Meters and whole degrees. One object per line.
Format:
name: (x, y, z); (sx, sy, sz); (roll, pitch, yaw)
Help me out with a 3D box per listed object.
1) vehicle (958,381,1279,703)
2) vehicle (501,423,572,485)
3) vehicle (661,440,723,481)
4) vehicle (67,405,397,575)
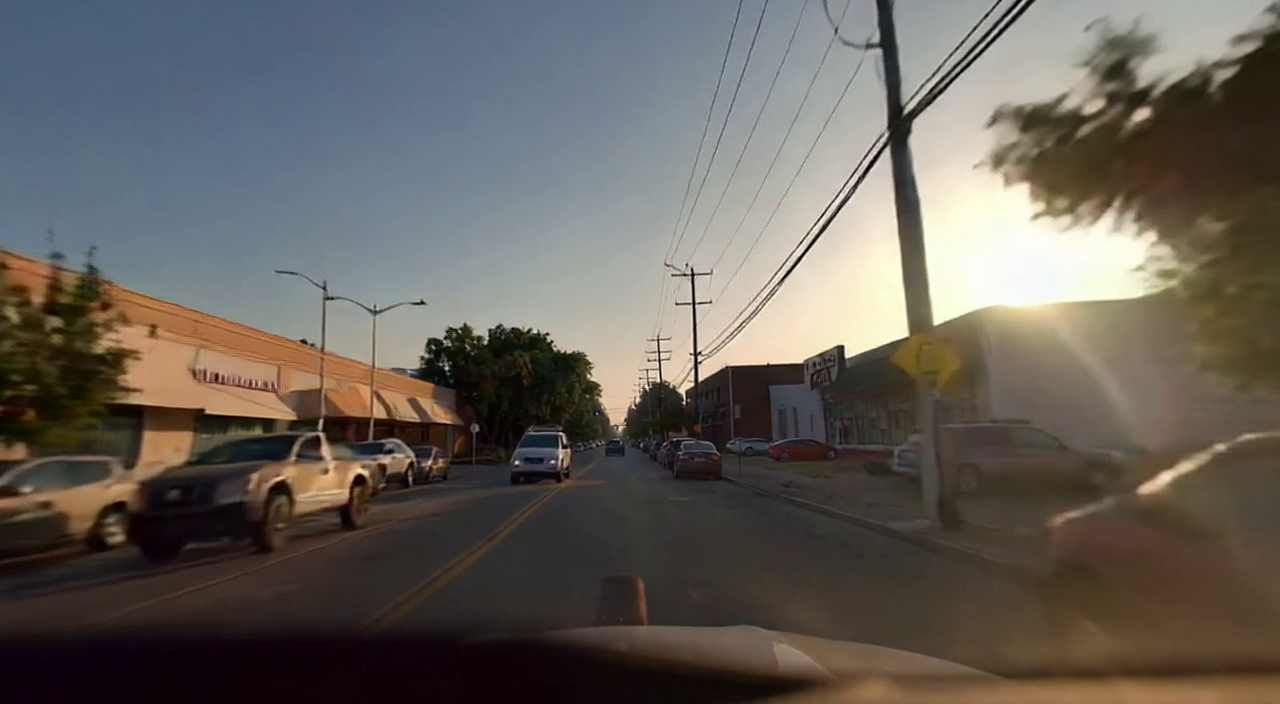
vehicle: (3.371, 0.868, 1.964); (2.136, 1.586, 4.919); (1, -9, -1)
vehicle: (-3.721, 3.757, 23.513); (2.115, 2.065, 4.452); (0, -9, -3)
vehicle: (2.192, 4.341, 25.723); (2.261, 1.503, 4.695); (-1, -8, 6)
vehicle: (-5.637, 1.929, 9.623); (2.152, 1.918, 4.217); (-2, -8, 1)
